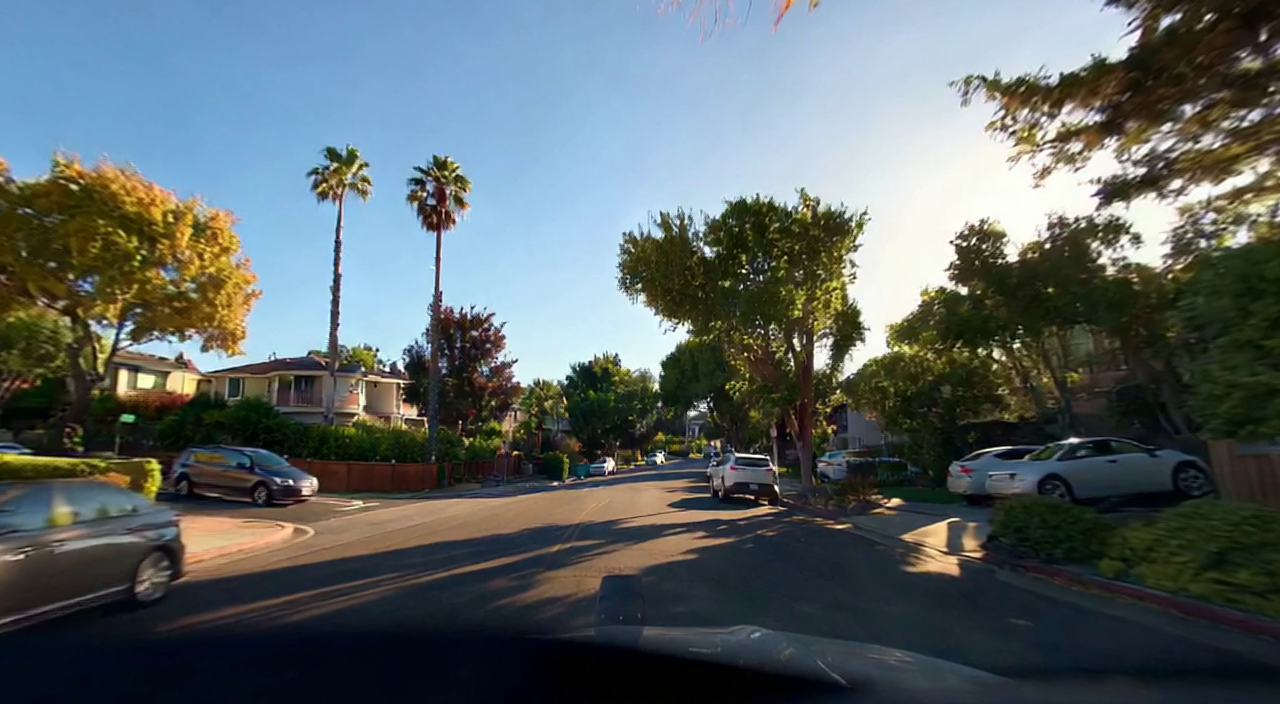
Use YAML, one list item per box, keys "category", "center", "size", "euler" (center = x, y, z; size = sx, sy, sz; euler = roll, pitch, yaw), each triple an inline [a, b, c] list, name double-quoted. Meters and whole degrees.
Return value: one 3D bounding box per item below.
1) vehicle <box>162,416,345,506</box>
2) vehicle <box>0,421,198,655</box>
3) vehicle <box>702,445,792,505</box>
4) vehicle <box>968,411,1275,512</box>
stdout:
- category: "vehicle"
  center: [-13.394, 3.677, 21.673]
  size: [6.773, 2.680, 2.459]
  euler: [-5, -10, 32]
- category: "vehicle"
  center: [-5.788, 1.437, 4.722]
  size: [1.947, 1.672, 4.289]
  euler: [-1, -19, -4]
- category: "vehicle"
  center: [3.561, 4.174, 22.006]
  size: [2.197, 1.816, 4.845]
  euler: [0, -8, -1]
- category: "vehicle"
  center: [9.756, 2.358, 13.165]
  size: [4.478, 1.705, 2.050]
  euler: [-3, -16, 2]
